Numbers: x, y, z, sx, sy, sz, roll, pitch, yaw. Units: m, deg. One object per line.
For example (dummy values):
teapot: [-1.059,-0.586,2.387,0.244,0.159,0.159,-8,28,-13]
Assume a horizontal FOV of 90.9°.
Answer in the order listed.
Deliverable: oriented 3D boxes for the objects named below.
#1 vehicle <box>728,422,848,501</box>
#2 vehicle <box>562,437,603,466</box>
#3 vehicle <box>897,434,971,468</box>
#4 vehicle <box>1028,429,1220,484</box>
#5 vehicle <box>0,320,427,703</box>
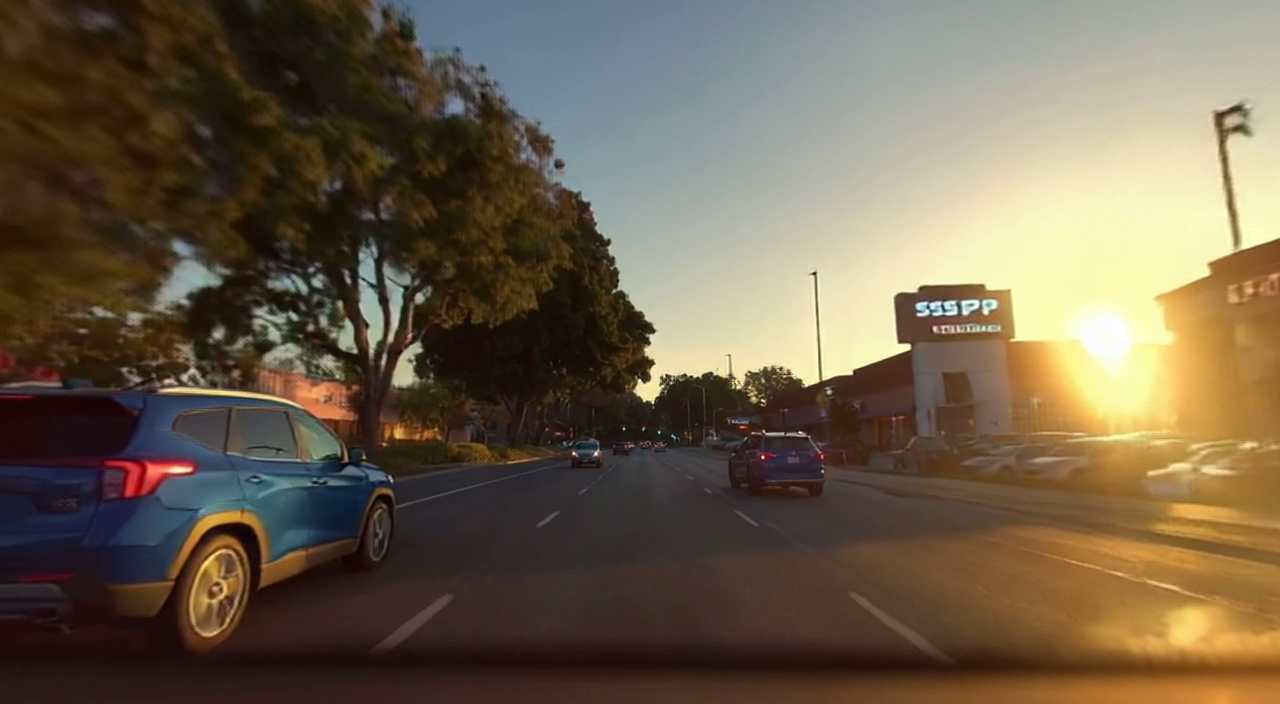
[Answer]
vehicle: [3.672,2.814,16.576,2.024,1.773,4.431,0,-8,0]
vehicle: [-3.640,6.406,40.626,2.112,1.775,4.404,0,-8,1]
vehicle: [15.655,5.283,33.849,1.897,1.662,4.504,0,-8,2]
vehicle: [13.660,2.962,17.960,4.040,1.497,1.702,0,-8,-1]
vehicle: [-3.843,1.138,5.558,2.210,1.925,4.838,0,-8,0]
